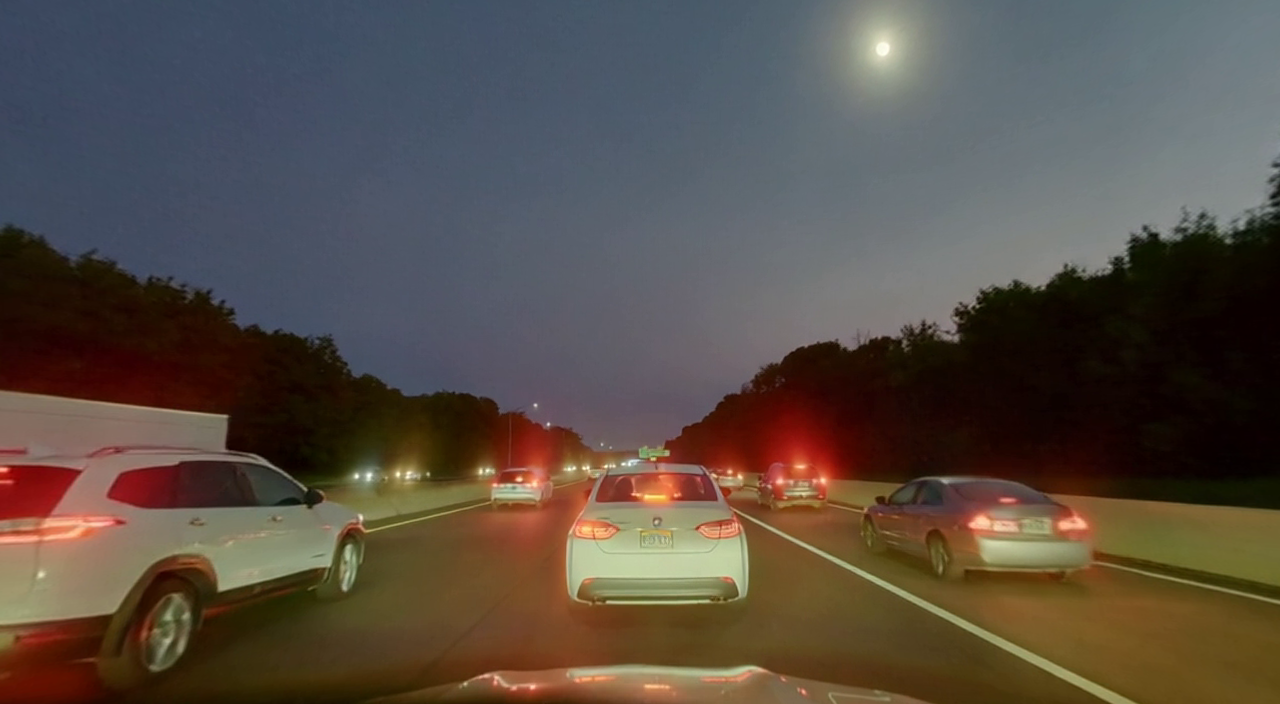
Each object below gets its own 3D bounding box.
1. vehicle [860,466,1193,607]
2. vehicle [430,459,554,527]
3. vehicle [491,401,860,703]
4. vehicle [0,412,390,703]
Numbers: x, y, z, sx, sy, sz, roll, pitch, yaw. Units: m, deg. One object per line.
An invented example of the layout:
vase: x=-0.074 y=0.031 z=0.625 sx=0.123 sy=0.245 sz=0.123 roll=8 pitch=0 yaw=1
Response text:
vehicle: x=4.686 y=2.282 z=8.602 sx=1.870 sy=1.382 sz=4.287 roll=1 pitch=-11 yaw=1
vehicle: x=-3.681 y=3.636 z=16.695 sx=1.960 sy=1.502 sz=4.593 roll=0 pitch=-11 yaw=3
vehicle: x=0.182 y=1.536 z=5.682 sx=2.057 sy=1.725 sz=4.126 roll=1 pitch=-11 yaw=-1
vehicle: x=-3.920 y=1.442 z=5.064 sx=1.994 sy=1.556 sz=4.263 roll=1 pitch=-11 yaw=1
